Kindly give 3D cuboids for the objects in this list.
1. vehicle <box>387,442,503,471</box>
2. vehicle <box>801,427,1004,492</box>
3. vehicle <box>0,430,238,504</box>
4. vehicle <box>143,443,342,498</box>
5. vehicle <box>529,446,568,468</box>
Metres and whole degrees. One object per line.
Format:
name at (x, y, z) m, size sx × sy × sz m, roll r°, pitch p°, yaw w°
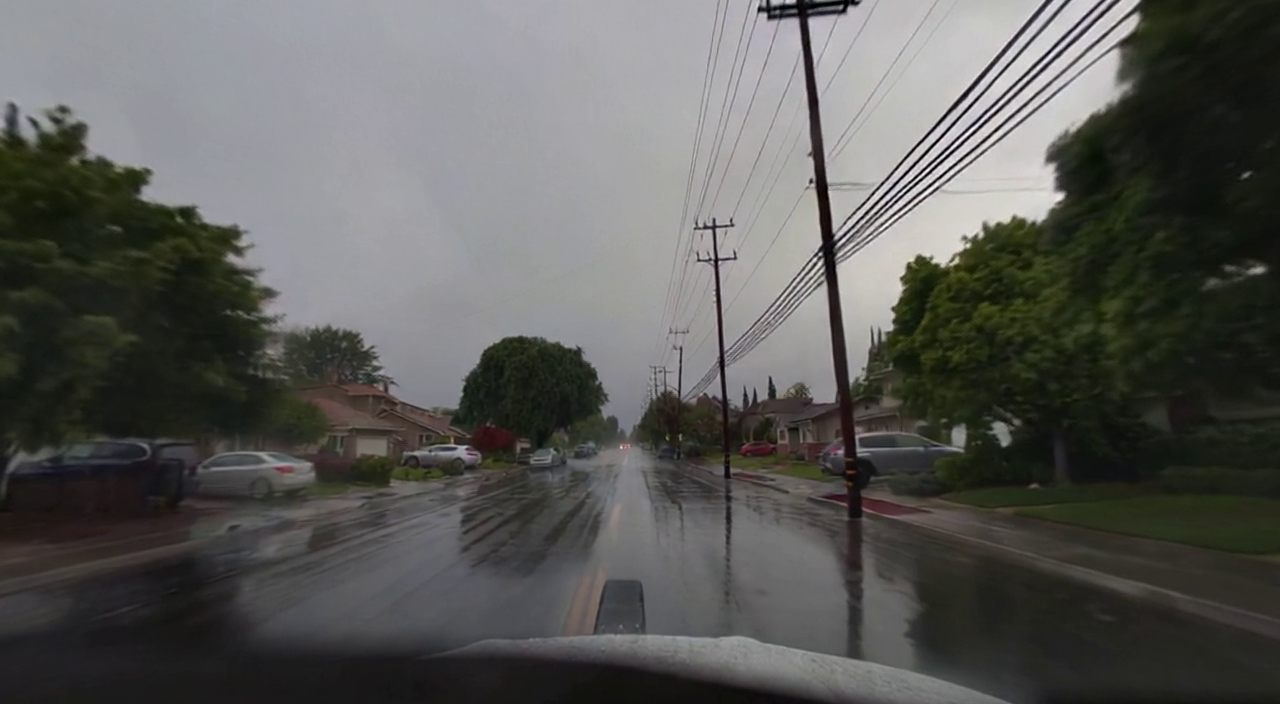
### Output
vehicle at (-12.375, 6.658, 40.558) m, size 6.619 × 1.759 × 2.632 m, roll 0°, pitch -8°, yaw -2°
vehicle at (8.936, 3.669, 21.968) m, size 5.890 × 1.896 × 2.459 m, roll -2°, pitch -7°, yaw -1°
vehicle at (-13.185, 2.863, 15.904) m, size 4.529 × 1.704 × 2.296 m, roll 0°, pitch -9°, yaw -1°
vehicle at (-11.313, 3.383, 18.262) m, size 4.371 × 1.482 × 1.954 m, roll 0°, pitch -9°, yaw -2°
vehicle at (-6.699, 7.715, 46.753) m, size 2.208 × 1.491 × 5.089 m, roll 0°, pitch -8°, yaw -1°
